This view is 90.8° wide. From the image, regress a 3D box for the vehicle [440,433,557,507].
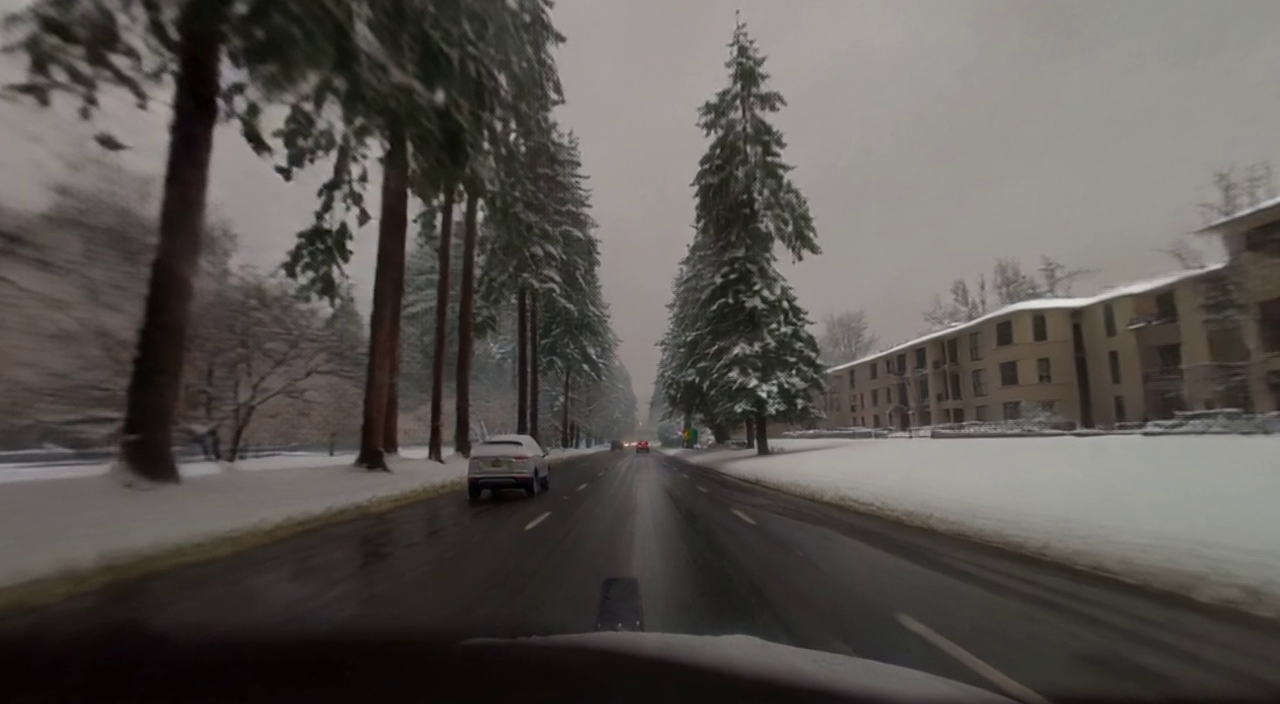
[{"bbox_3d":[-3.364,2.898,15.924,1.942,1.588,4.172,0,-9,1],"label":"vehicle"}]
